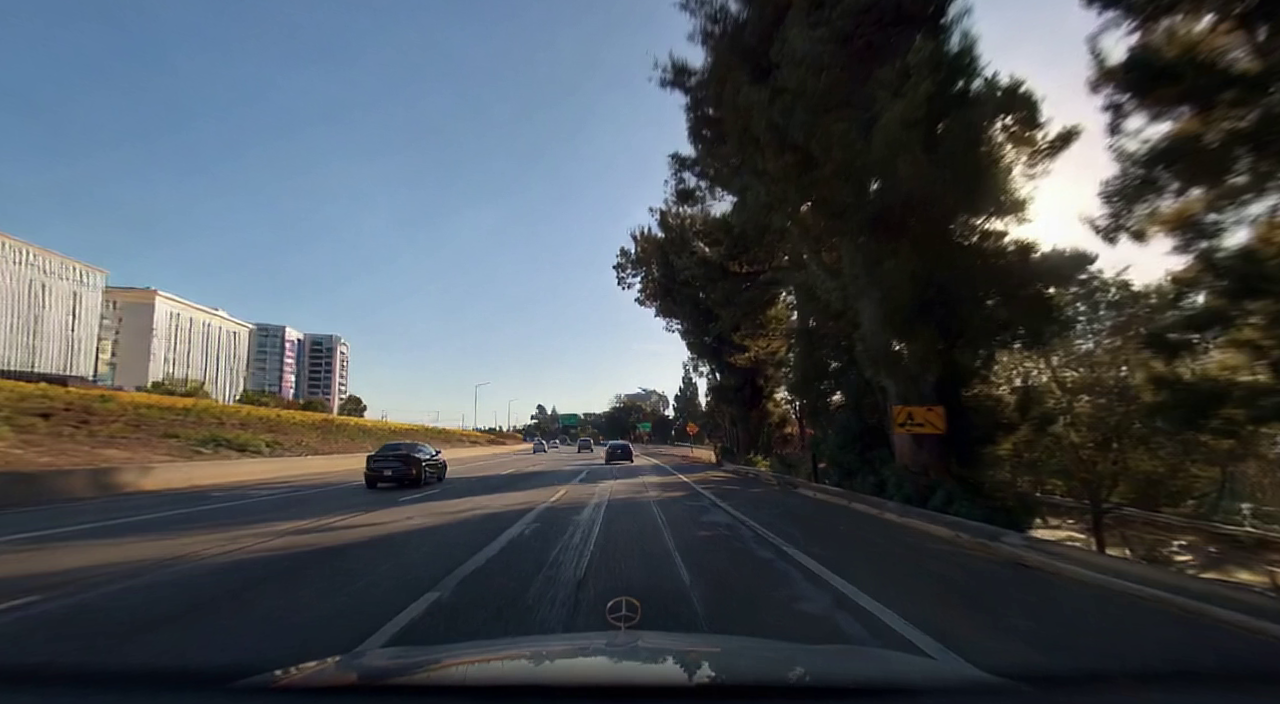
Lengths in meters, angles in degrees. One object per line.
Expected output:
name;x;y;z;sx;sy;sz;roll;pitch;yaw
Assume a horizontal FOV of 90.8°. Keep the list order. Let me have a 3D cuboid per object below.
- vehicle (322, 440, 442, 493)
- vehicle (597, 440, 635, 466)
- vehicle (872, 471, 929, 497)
vehicle;-7.885;3.520;19.822;2.009;1.454;4.250;0;-9;-1
vehicle;-1.317;5.759;36.142;2.038;1.414;4.357;0;-9;-1
vehicle;20.432;10.361;49.720;2.023;1.782;4.193;2;-9;-13
